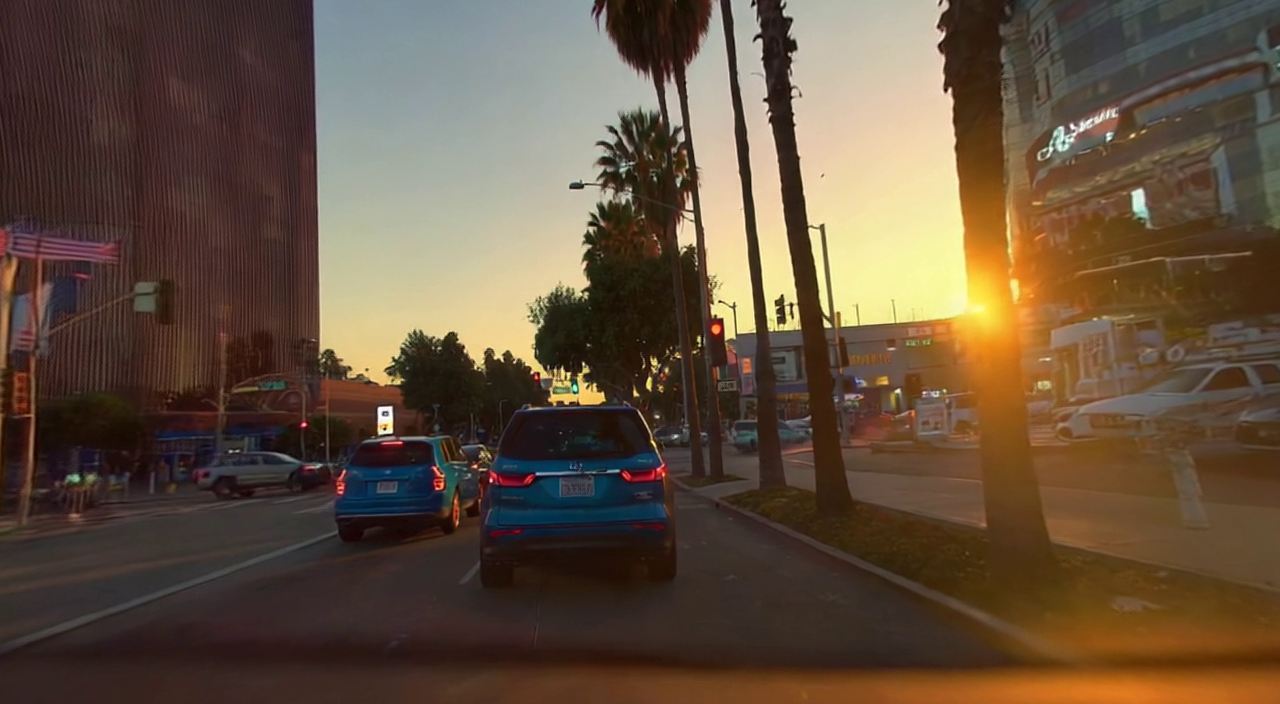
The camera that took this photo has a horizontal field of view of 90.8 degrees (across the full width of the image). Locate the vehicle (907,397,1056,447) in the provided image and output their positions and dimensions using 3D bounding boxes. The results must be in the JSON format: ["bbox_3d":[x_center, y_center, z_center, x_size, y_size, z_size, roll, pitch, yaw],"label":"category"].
[{"bbox_3d":[14.463,3.021,27.005,5.033,1.999,2.259,0,-8,-3],"label":"vehicle"}]

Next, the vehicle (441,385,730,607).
[{"bbox_3d":[-0.634,1.603,8.030,2.519,1.913,4.819,0,-8,-4],"label":"vehicle"}]

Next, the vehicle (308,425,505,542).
[{"bbox_3d":[-4.011,2.321,11.956,2.097,1.692,5.030,0,-8,-4],"label":"vehicle"}]

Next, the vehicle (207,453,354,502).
[{"bbox_3d":[-15.673,5.467,27.799,5.026,1.958,2.193,0,-8,-3],"label":"vehicle"}]

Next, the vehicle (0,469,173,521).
[{"bbox_3d":[-20.858,5.344,23.837,4.660,1.708,2.331,-1,-8,4],"label":"vehicle"}]

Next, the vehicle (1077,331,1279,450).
[{"bbox_3d":[10.302,0.728,10.602,4.420,1.766,2.104,1,-8,-5],"label":"vehicle"}]

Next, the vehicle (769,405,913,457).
[{"bbox_3d":[8.411,3.364,26.709,5.307,2.076,2.122,1,-8,-5],"label":"vehicle"}]
